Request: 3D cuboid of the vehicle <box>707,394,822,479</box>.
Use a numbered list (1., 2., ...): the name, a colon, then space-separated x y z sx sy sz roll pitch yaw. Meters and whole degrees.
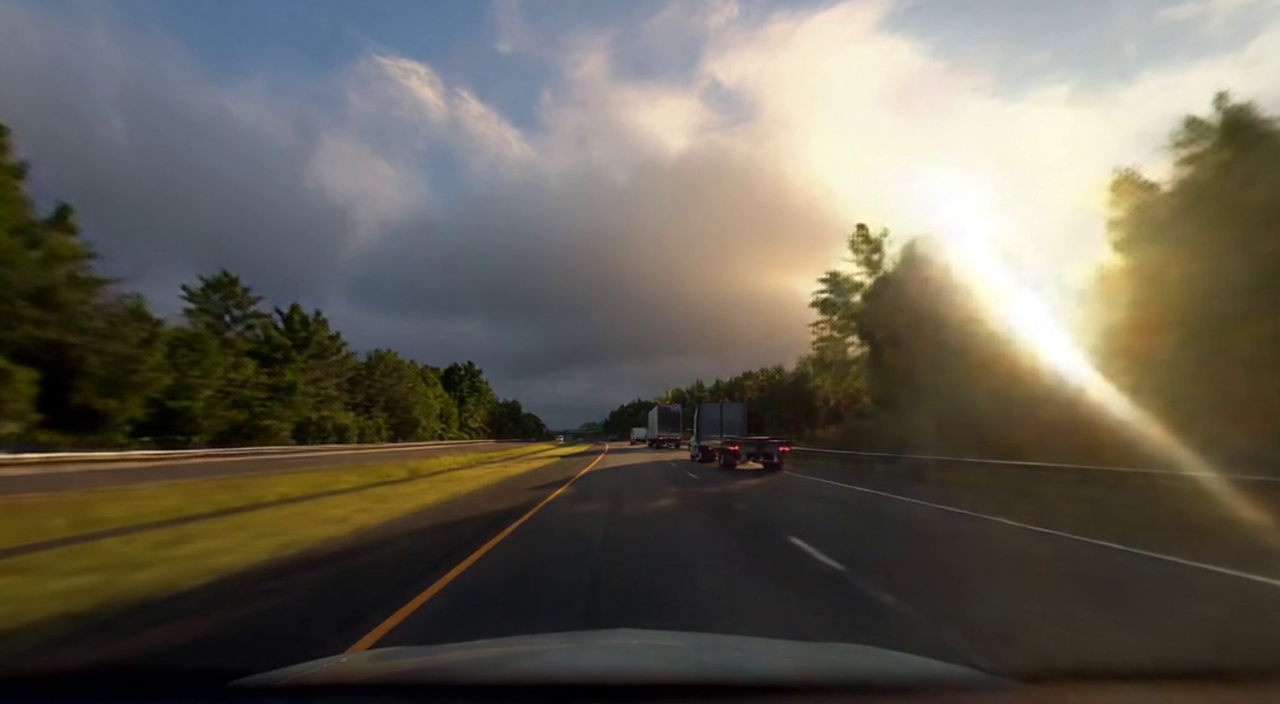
1. vehicle: 4.364 3.146 23.568 2.741 2.716 6.323 0 -8 -2
